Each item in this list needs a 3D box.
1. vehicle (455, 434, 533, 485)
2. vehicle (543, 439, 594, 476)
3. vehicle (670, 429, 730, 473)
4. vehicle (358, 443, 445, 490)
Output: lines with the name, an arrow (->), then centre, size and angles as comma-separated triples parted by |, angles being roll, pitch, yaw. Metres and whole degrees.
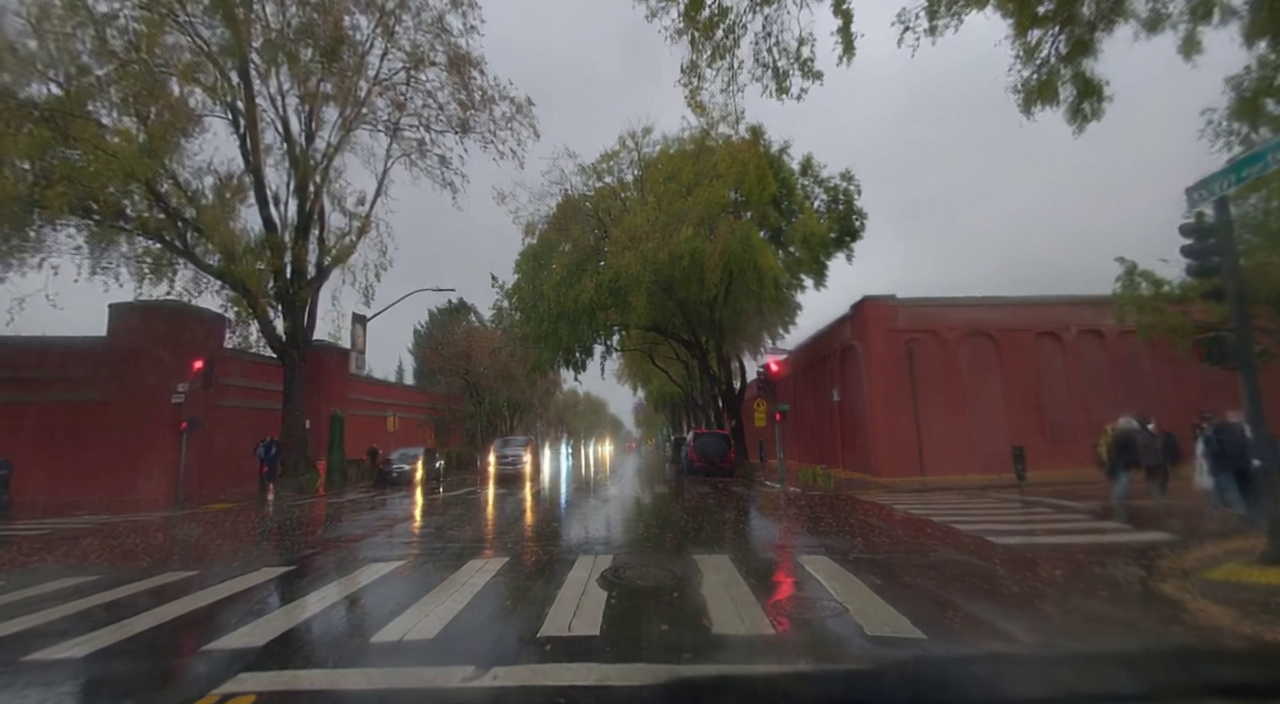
vehicle -> -5.960, 4.444, 26.432 | 2.242, 1.887, 4.924 | 0, -8, -2
vehicle -> -3.284, 4.933, 29.693 | 2.033, 1.596, 4.142 | 0, -8, -2
vehicle -> 3.100, 5.312, 34.075 | 2.557, 2.188, 5.164 | 1, -8, -2
vehicle -> -9.909, 4.746, 26.596 | 2.216, 1.804, 4.526 | 1, -8, -5
